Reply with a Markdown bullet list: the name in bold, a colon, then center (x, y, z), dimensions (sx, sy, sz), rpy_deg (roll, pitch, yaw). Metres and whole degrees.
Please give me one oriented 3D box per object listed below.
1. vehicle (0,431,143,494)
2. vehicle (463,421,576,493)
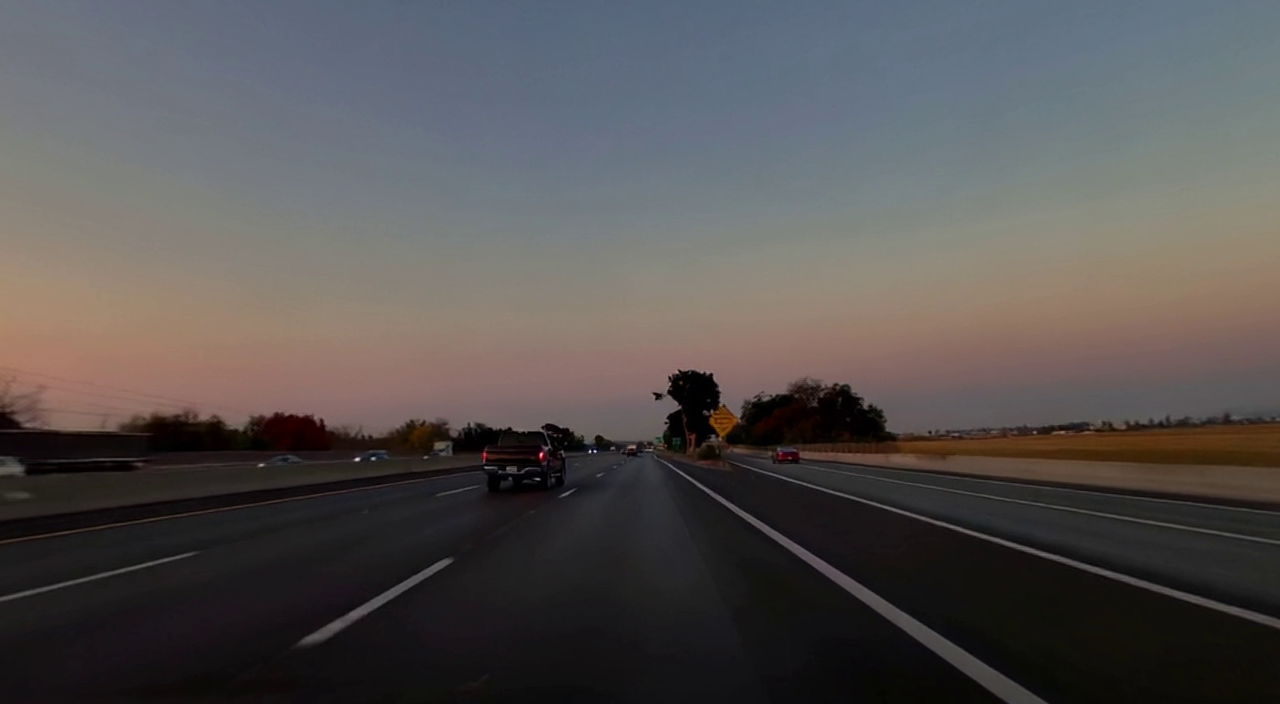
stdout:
- **vehicle**: center (-37.171, 6.682, 38.694), dimensions (2.775, 3.481, 12.946), rpy_deg (0, -9, 0)
- **vehicle**: center (-3.803, 3.511, 21.368), dimensions (2.601, 2.084, 6.068), rpy_deg (0, -9, 1)
